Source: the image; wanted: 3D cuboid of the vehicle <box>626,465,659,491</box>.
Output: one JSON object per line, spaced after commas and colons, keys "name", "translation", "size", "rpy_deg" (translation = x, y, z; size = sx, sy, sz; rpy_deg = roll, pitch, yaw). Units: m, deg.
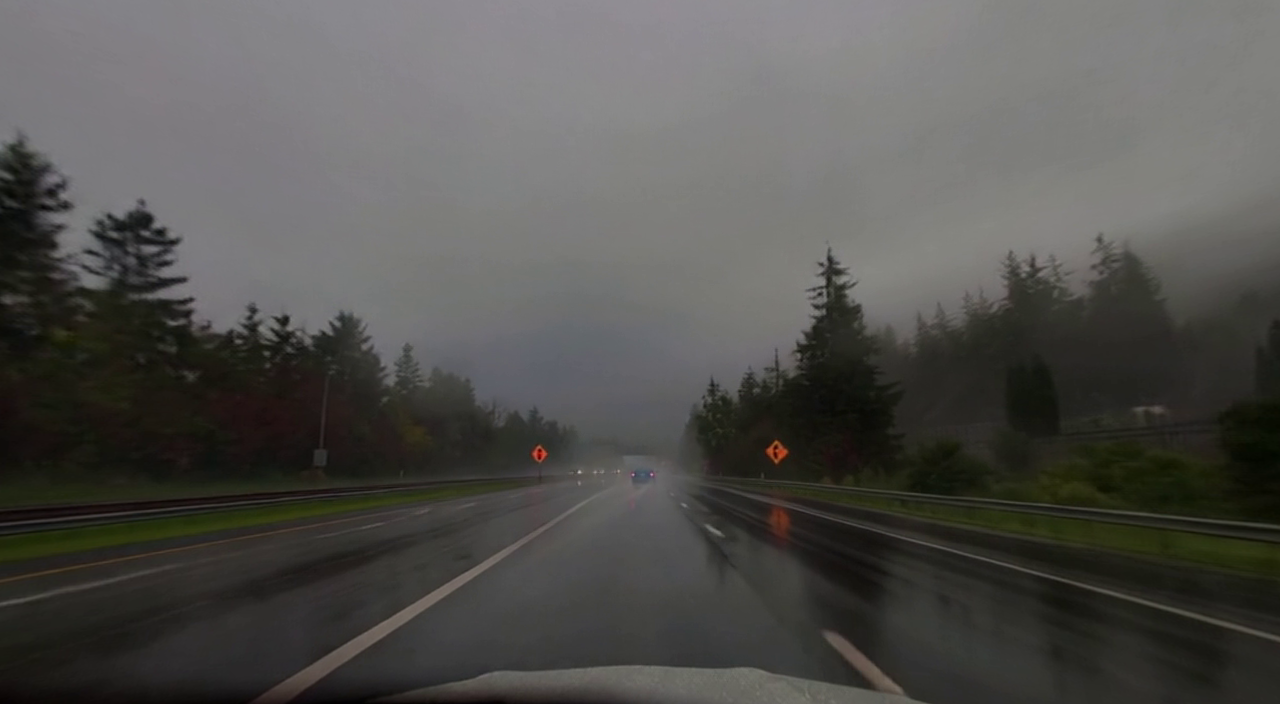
{"name": "vehicle", "translation": [0.142, 8.013, 40.178], "size": [2.016, 1.530, 4.009], "rpy_deg": [1, -10, 0]}
